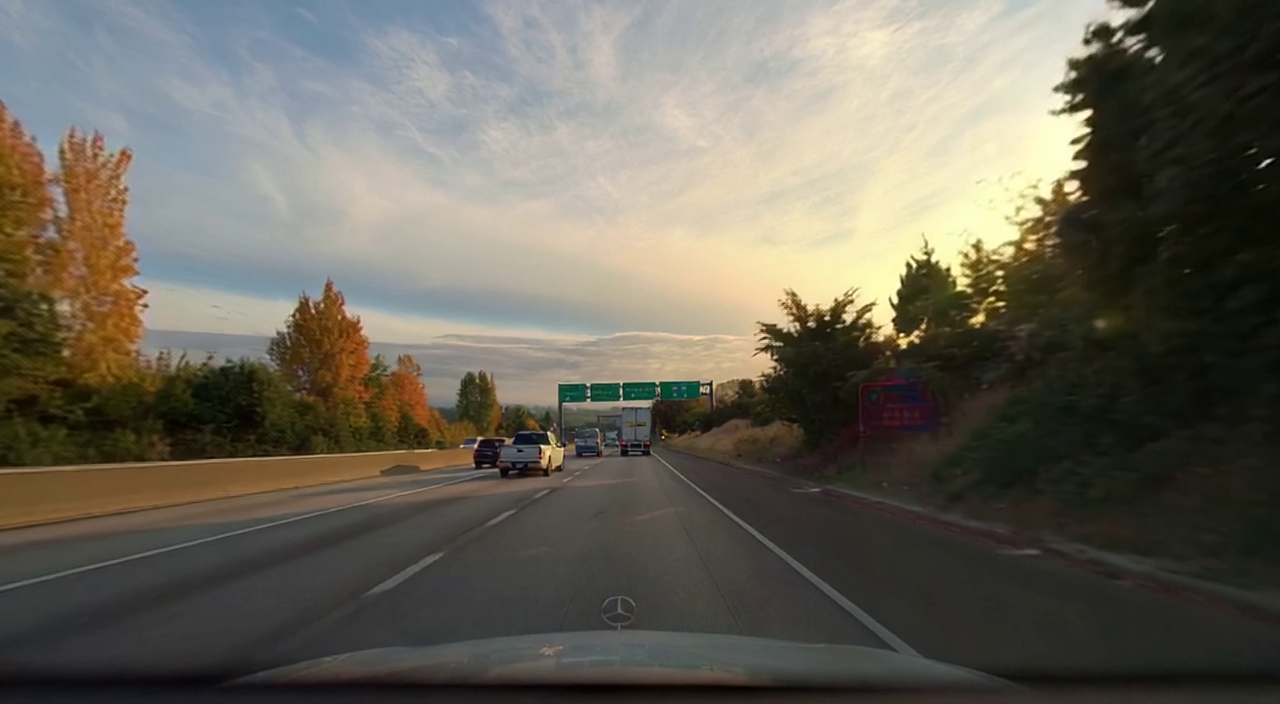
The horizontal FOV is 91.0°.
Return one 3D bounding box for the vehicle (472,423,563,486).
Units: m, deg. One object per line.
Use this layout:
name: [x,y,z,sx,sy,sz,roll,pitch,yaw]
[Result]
vehicle: [-3.947,3.404,21.266,2.127,1.839,4.984,0,-8,-1]
